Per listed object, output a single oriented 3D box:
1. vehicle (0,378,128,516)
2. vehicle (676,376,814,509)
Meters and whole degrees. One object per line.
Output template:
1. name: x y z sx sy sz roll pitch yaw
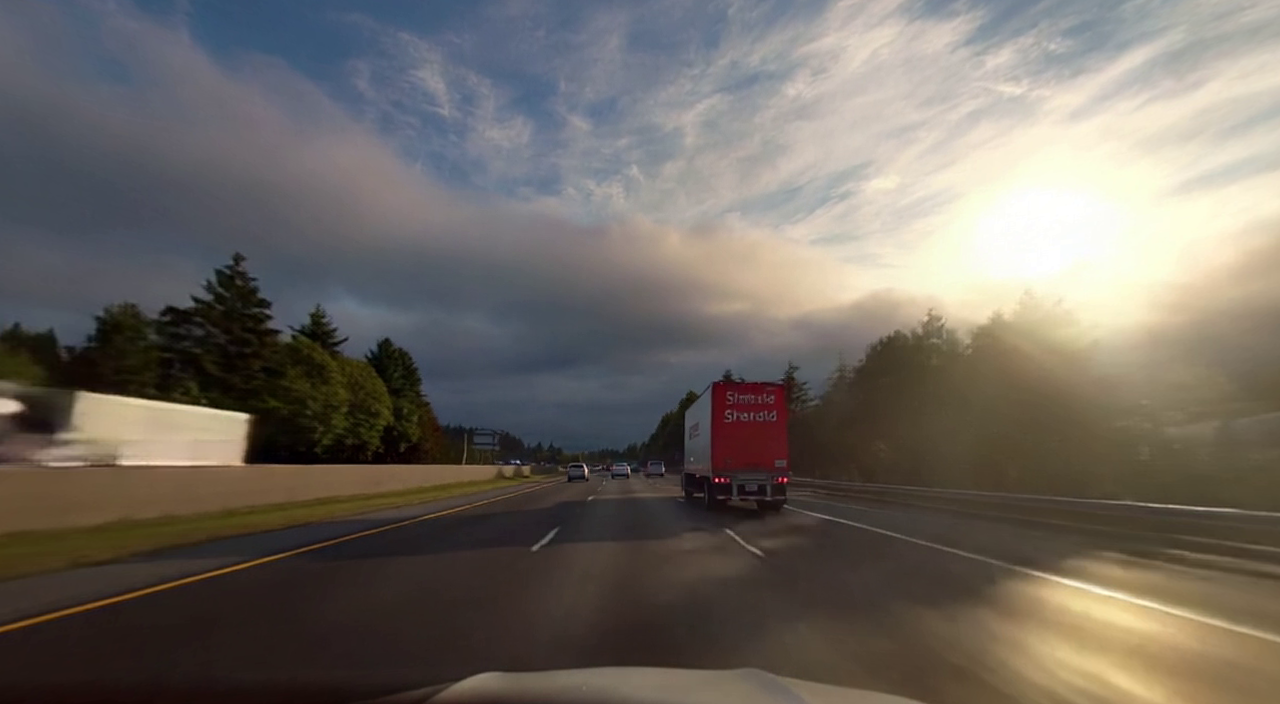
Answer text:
1. vehicle: -12.685 1.612 10.837 2.371 2.442 6.351 1 -10 -1
2. vehicle: 3.833 4.204 27.603 2.992 4.300 13.967 1 -10 -3
